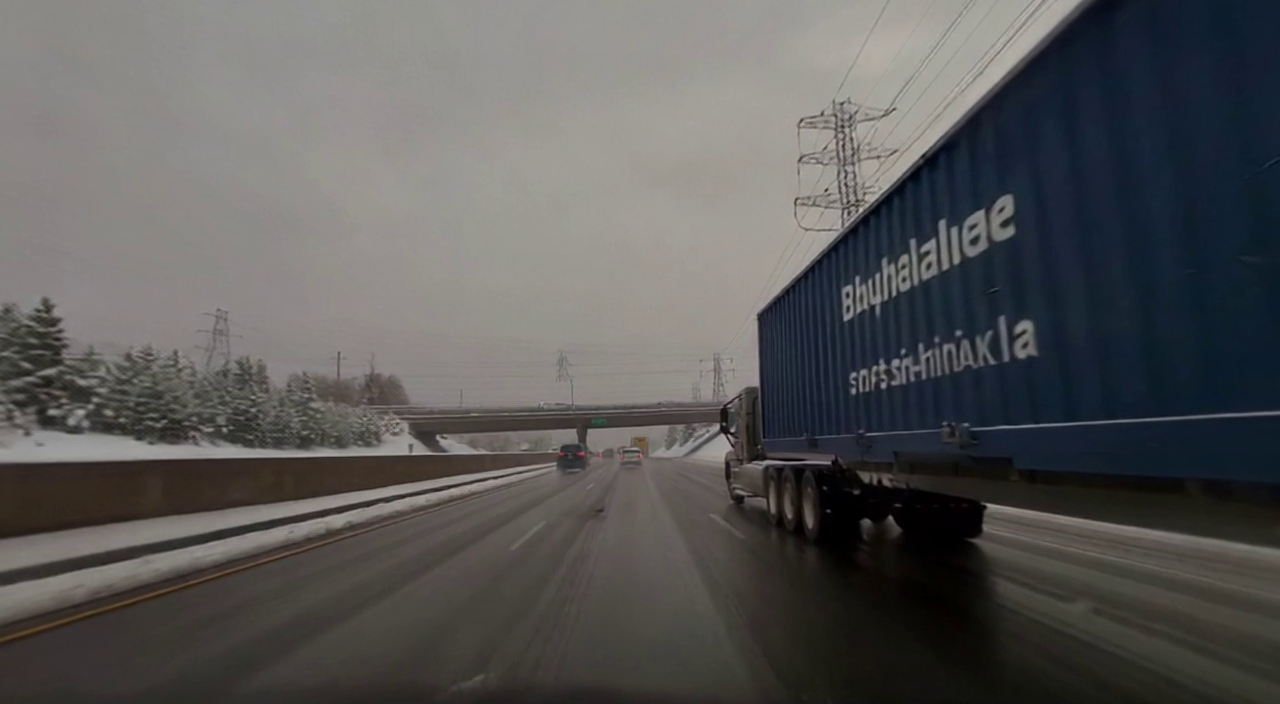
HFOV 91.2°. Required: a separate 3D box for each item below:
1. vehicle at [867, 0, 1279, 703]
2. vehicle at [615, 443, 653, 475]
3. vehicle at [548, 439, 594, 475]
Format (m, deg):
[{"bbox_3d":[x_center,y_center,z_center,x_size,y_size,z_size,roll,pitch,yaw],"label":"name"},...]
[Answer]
[{"bbox_3d":[3.942,-0.290,2.485,2.859,3.917,8.481,-1,-9,0],"label":"vehicle"},{"bbox_3d":[-0.354,5.944,35.010,2.004,1.615,4.113,0,-9,0],"label":"vehicle"},{"bbox_3d":[-3.910,6.060,36.360,2.077,1.884,4.961,0,-9,0],"label":"vehicle"}]
